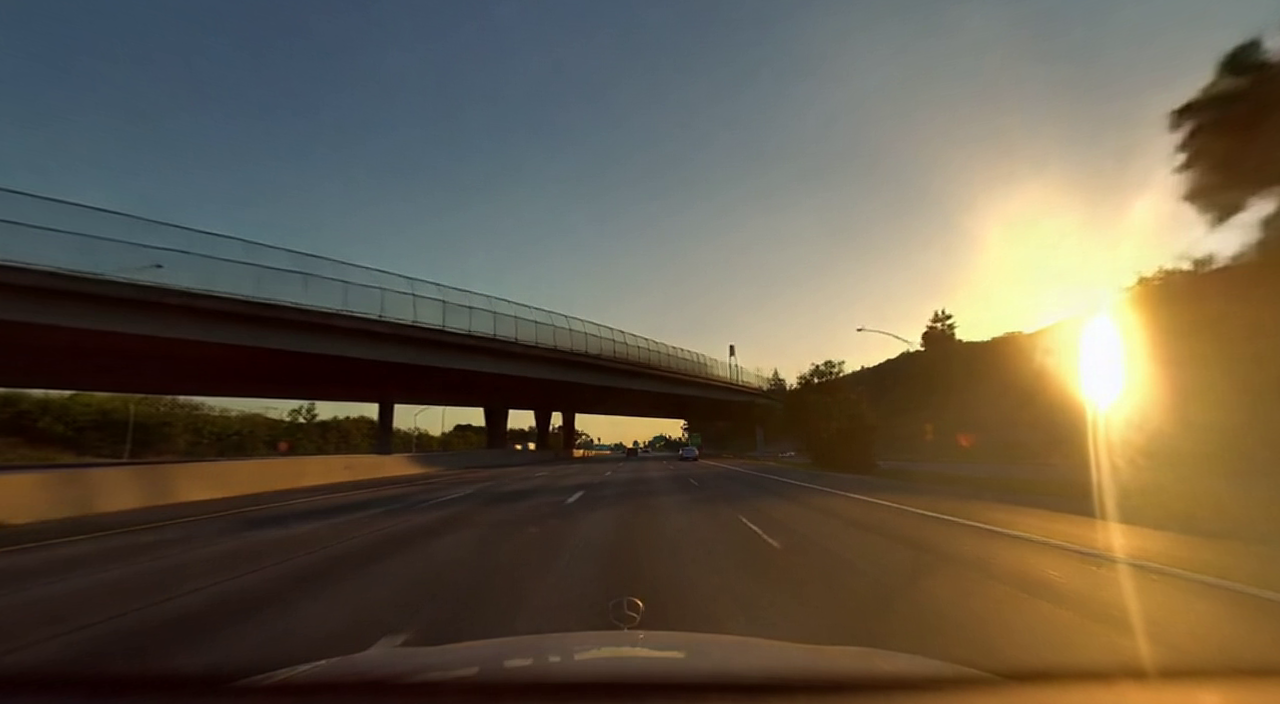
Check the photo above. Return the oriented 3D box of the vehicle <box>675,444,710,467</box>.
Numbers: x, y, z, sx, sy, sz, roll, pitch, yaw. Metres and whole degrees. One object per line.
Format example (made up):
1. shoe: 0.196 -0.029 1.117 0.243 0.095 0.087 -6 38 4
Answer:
1. vehicle: 3.614 7.263 44.310 2.033 1.501 4.398 0 -9 -1
